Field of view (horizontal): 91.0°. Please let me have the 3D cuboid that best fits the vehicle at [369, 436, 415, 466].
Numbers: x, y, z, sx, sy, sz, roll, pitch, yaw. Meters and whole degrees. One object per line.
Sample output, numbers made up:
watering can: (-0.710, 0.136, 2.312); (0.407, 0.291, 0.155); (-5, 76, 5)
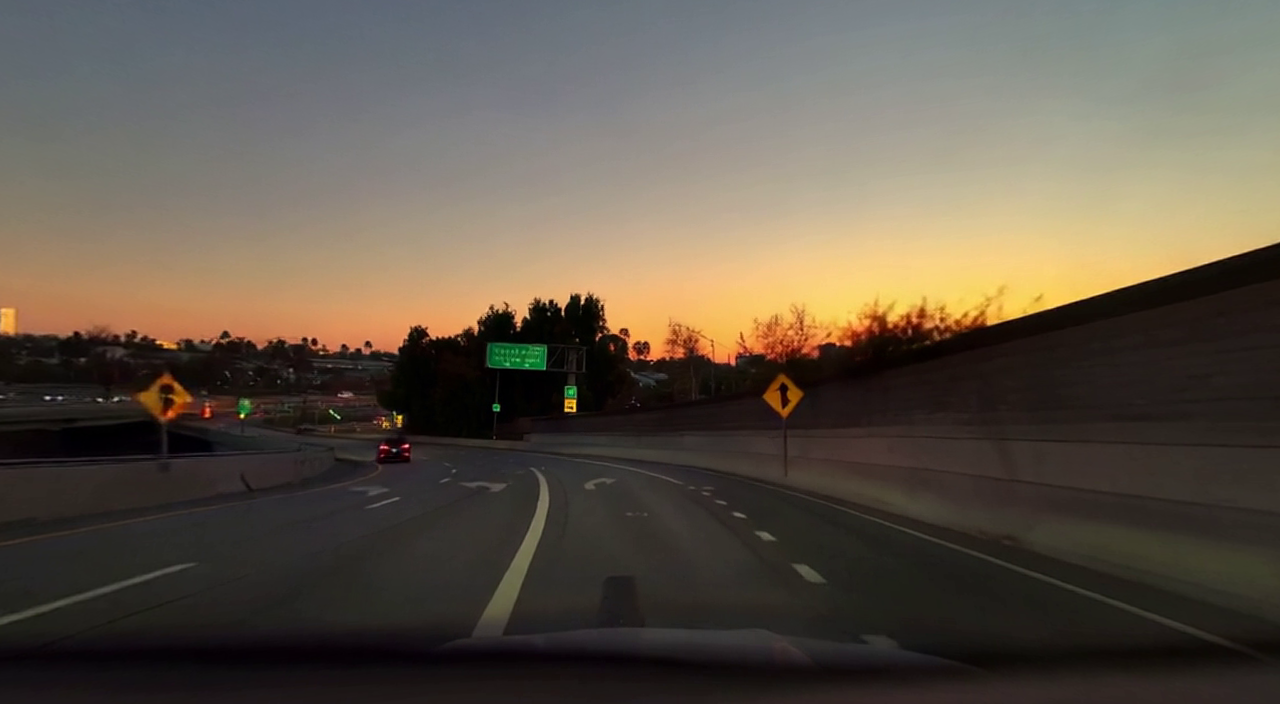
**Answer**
vehicle: (-14.268, 5.645, 36.072); (2.234, 1.588, 4.484); (4, -9, -22)
